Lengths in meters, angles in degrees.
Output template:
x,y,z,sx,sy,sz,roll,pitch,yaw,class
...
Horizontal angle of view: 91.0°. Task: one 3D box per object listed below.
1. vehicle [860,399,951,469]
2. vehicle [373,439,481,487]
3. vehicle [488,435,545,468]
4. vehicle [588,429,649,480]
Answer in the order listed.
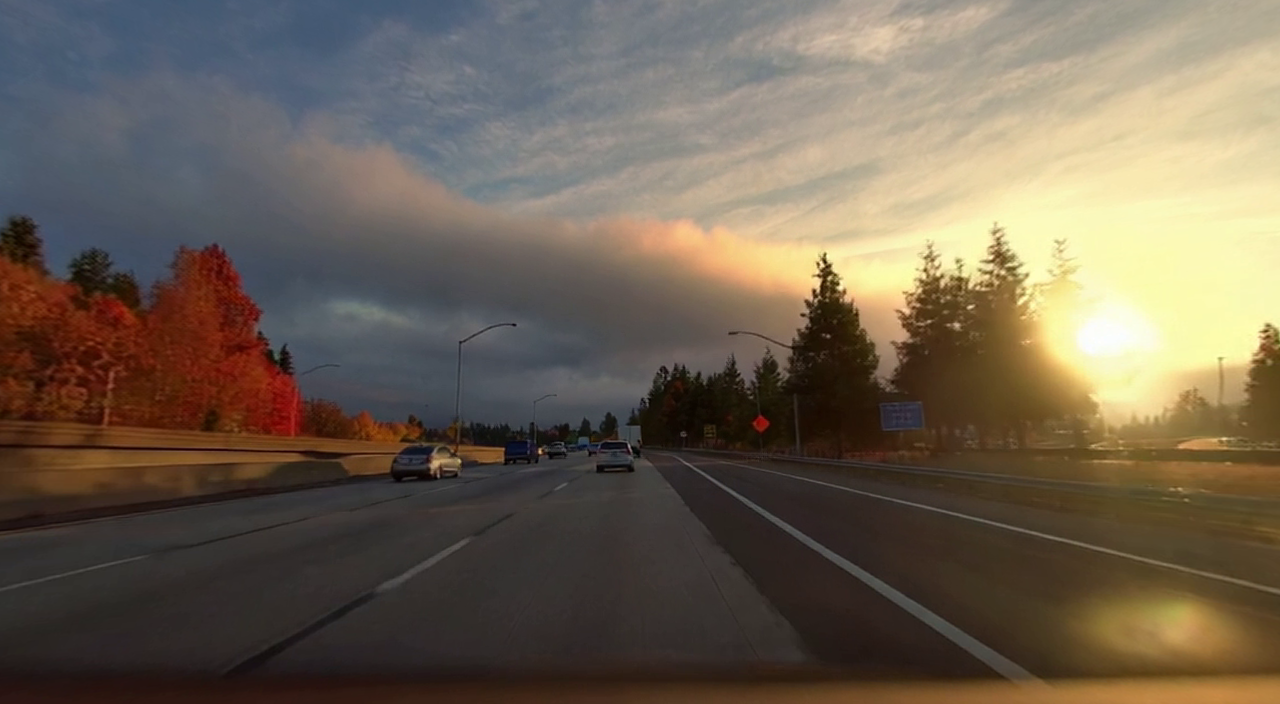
x,y,z,sx,sy,sz,roll,pitch,yaw,class
14.367,4.515,34.434,2.879,3.559,4.020,0,-9,-3,vehicle
-7.300,3.830,22.131,2.074,1.495,4.643,0,-8,1,vehicle
-7.620,6.204,39.491,2.328,1.927,5.880,0,-8,0,vehicle
-0.802,4.170,25.834,2.245,1.863,4.801,0,-8,0,vehicle
